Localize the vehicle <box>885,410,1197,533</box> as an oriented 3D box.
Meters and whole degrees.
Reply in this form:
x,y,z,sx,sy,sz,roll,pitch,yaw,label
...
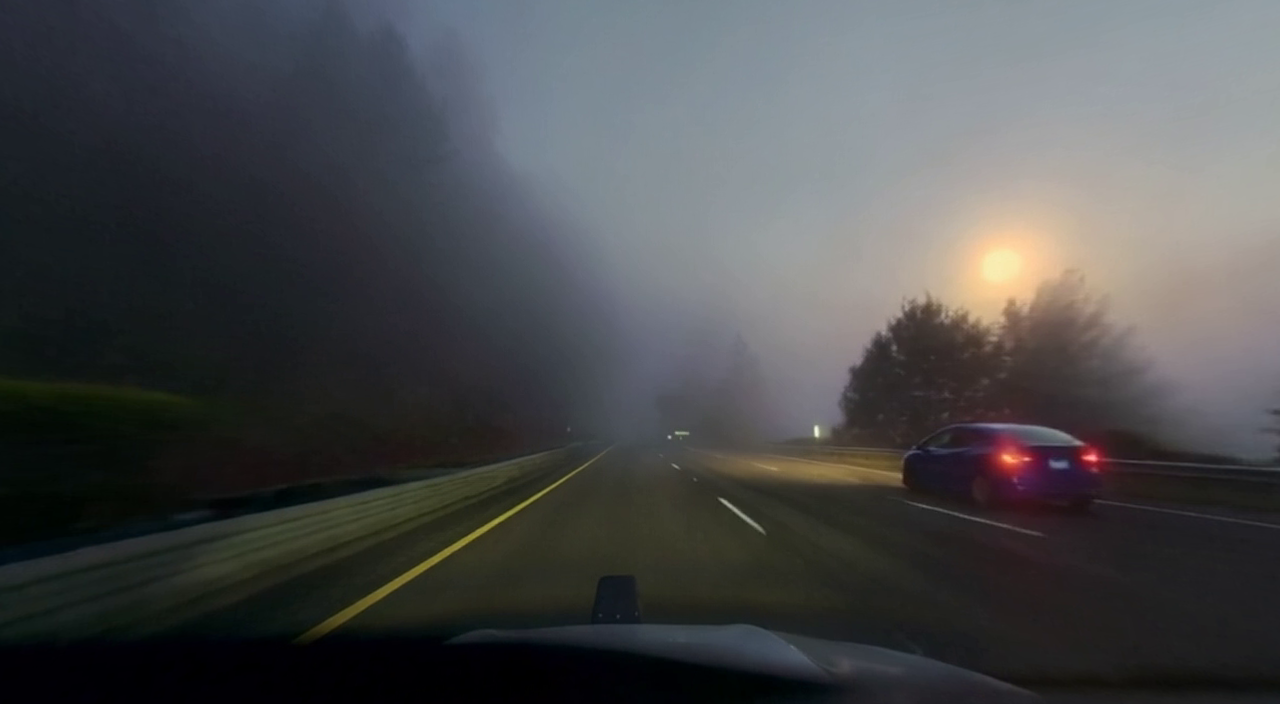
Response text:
x,y,z,sx,sy,sz,roll,pitch,yaw,label
6.627,2.015,11.359,2.273,1.698,4.863,0,-8,-2,vehicle
